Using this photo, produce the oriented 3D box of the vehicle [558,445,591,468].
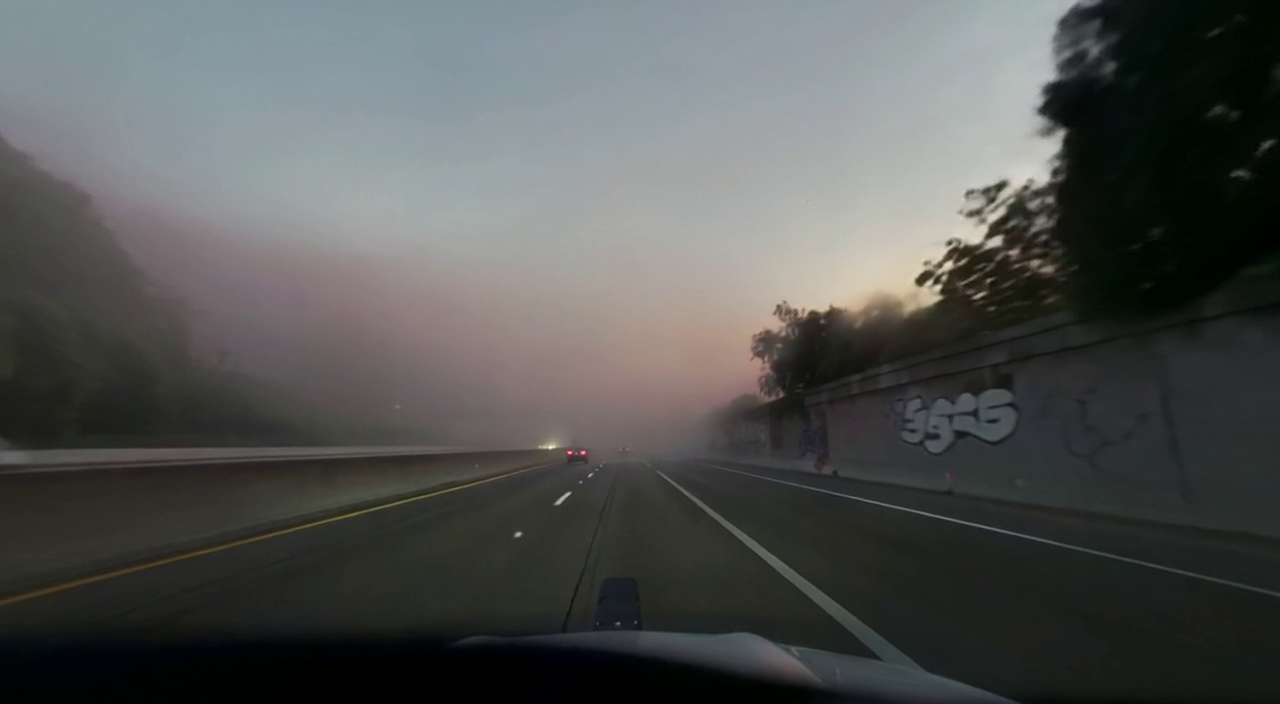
[{"bbox_3d":[-4.342,6.974,42.192,1.871,1.459,3.771,0,-9,-1],"label":"vehicle"}]
